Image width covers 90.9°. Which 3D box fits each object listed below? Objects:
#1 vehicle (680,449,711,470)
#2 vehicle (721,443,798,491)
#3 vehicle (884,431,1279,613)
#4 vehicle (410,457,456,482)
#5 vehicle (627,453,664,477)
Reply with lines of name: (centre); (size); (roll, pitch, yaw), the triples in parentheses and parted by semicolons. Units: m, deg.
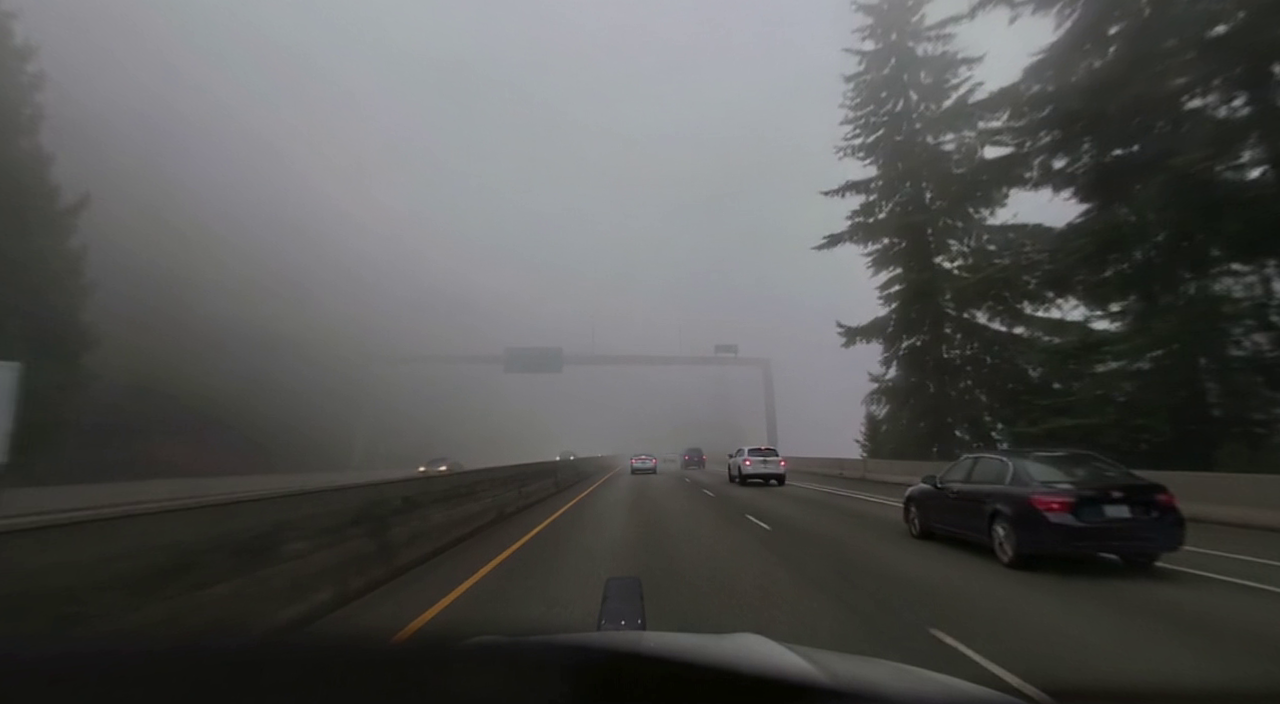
vehicle: (4.284, 8.400, 49.454); (1.935, 1.594, 3.981); (0, -9, -2)
vehicle: (4.415, 4.318, 24.064); (1.969, 1.639, 4.472); (0, -9, -1)
vehicle: (4.548, 1.725, 7.231); (1.952, 1.495, 3.740); (0, -9, -1)
vehicle: (-13.544, 7.691, 41.473); (1.727, 1.466, 3.671); (0, -9, 1)
vehicle: (0.314, 6.515, 36.584); (2.012, 1.320, 3.777); (0, -9, 0)
